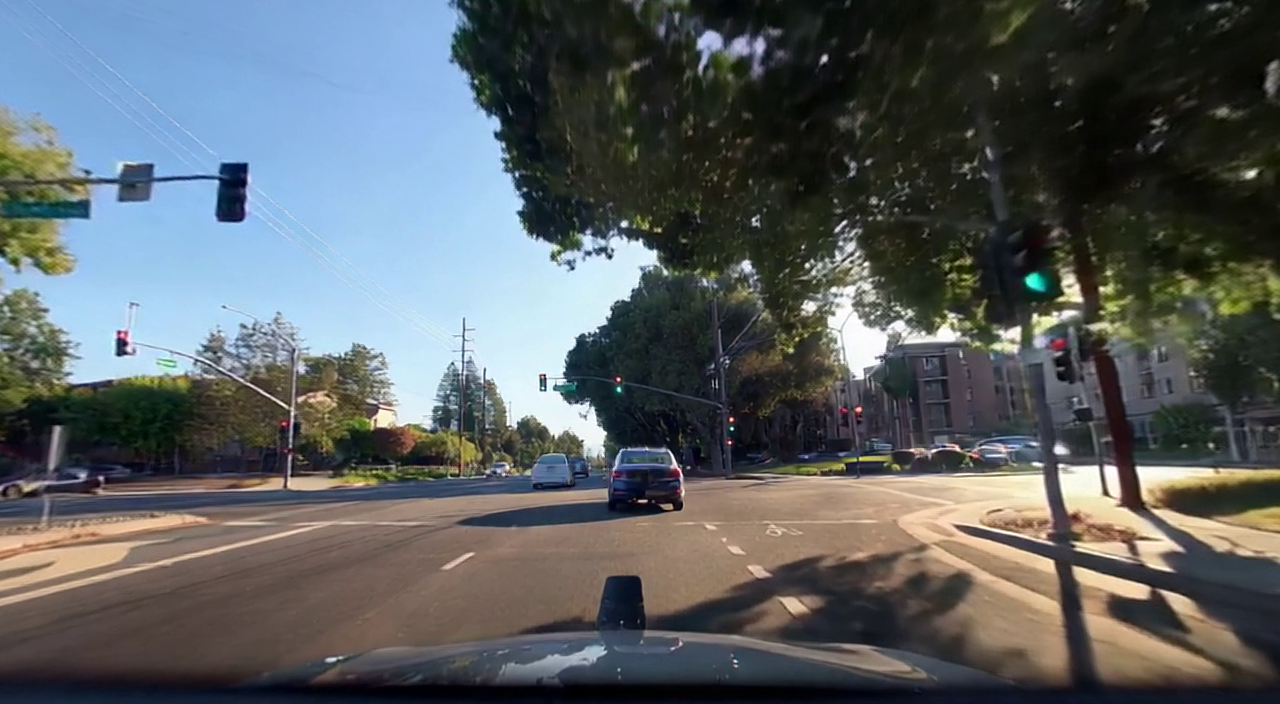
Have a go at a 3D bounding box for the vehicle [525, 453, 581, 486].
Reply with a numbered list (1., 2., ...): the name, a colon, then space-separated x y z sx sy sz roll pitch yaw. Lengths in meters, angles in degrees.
1. vehicle: -4.225 5.792 31.379 2.153 1.474 4.284 0 -9 1

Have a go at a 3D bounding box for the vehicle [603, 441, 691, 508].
1. vehicle: 0.146 3.328 17.550 2.156 1.636 3.923 0 -9 -1
